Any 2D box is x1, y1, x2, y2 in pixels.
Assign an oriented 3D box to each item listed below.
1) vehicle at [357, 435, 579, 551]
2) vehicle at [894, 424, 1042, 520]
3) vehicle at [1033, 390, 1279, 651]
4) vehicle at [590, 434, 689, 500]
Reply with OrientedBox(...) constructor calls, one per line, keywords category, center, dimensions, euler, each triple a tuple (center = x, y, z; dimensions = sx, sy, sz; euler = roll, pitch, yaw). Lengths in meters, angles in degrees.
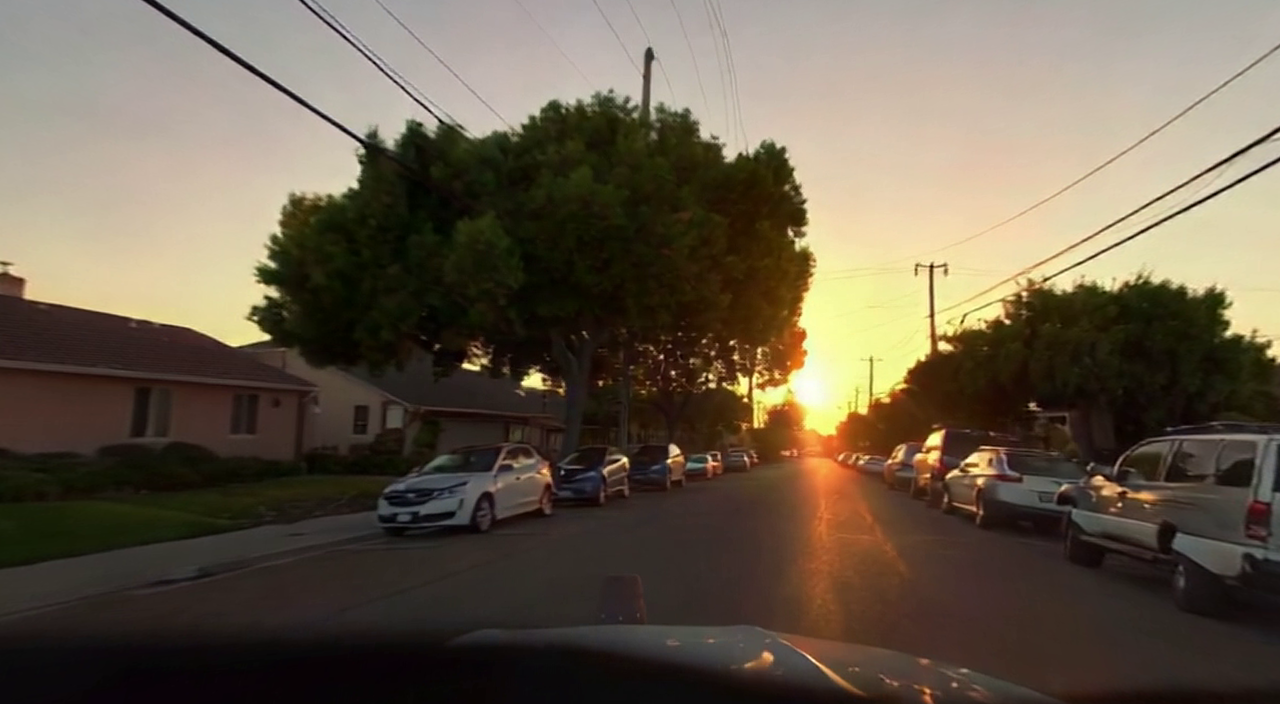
OrientedBox(category="vehicle", center=(-2.825, 2.407, 11.664), dimensions=(1.909, 1.675, 4.442), euler=(-2, -9, 15))
OrientedBox(category="vehicle", center=(8.354, 3.044, 16.751), dimensions=(2.237, 2.071, 5.332), euler=(-2, -9, 14))
OrientedBox(category="vehicle", center=(5.893, 1.568, 6.118), dimensions=(2.055, 1.763, 5.134), euler=(3, -9, 14))
OrientedBox(category="vehicle", center=(0.135, 3.742, 21.129), dimensions=(2.034, 1.923, 4.713), euler=(-3, -9, 17))
